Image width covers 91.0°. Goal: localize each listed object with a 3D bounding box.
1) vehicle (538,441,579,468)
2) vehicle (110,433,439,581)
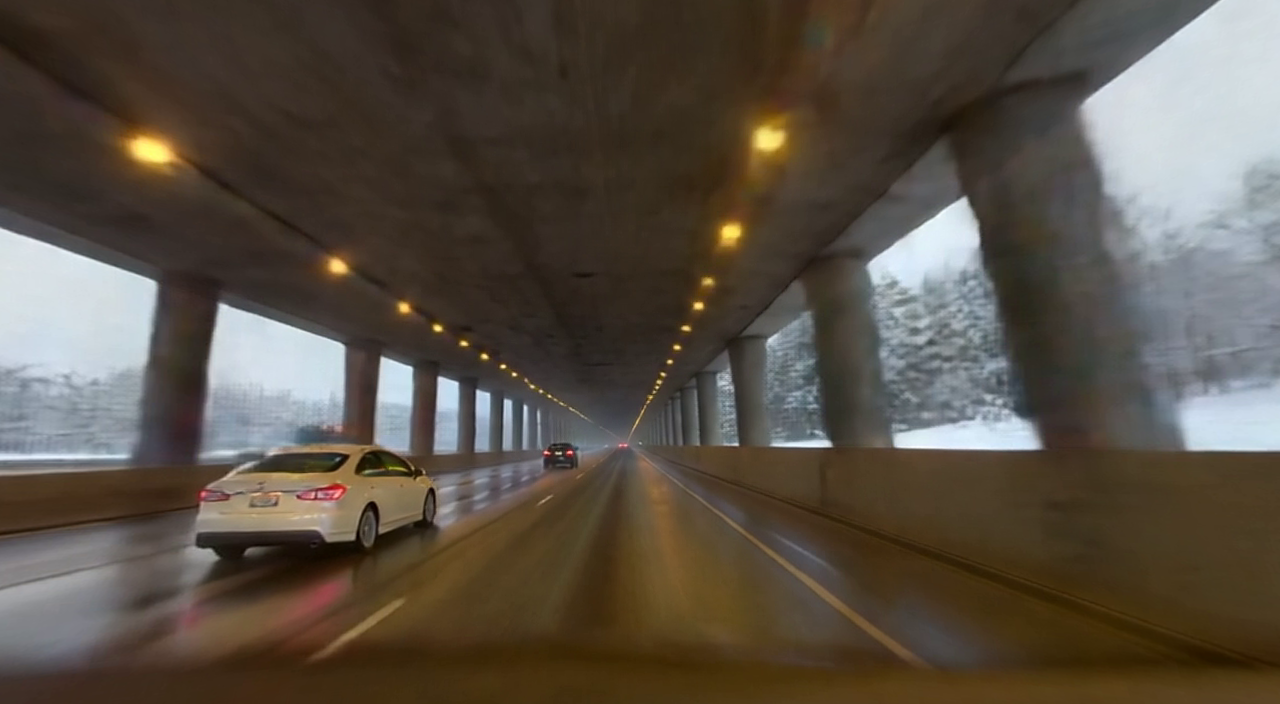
[{"bbox_3d":[-4.738,6.011,37.200,1.973,1.474,4.199,0,-8,-1],"label":"vehicle"},{"bbox_3d":[-4.278,1.831,8.358,1.885,1.424,4.230,0,-8,-1],"label":"vehicle"}]
